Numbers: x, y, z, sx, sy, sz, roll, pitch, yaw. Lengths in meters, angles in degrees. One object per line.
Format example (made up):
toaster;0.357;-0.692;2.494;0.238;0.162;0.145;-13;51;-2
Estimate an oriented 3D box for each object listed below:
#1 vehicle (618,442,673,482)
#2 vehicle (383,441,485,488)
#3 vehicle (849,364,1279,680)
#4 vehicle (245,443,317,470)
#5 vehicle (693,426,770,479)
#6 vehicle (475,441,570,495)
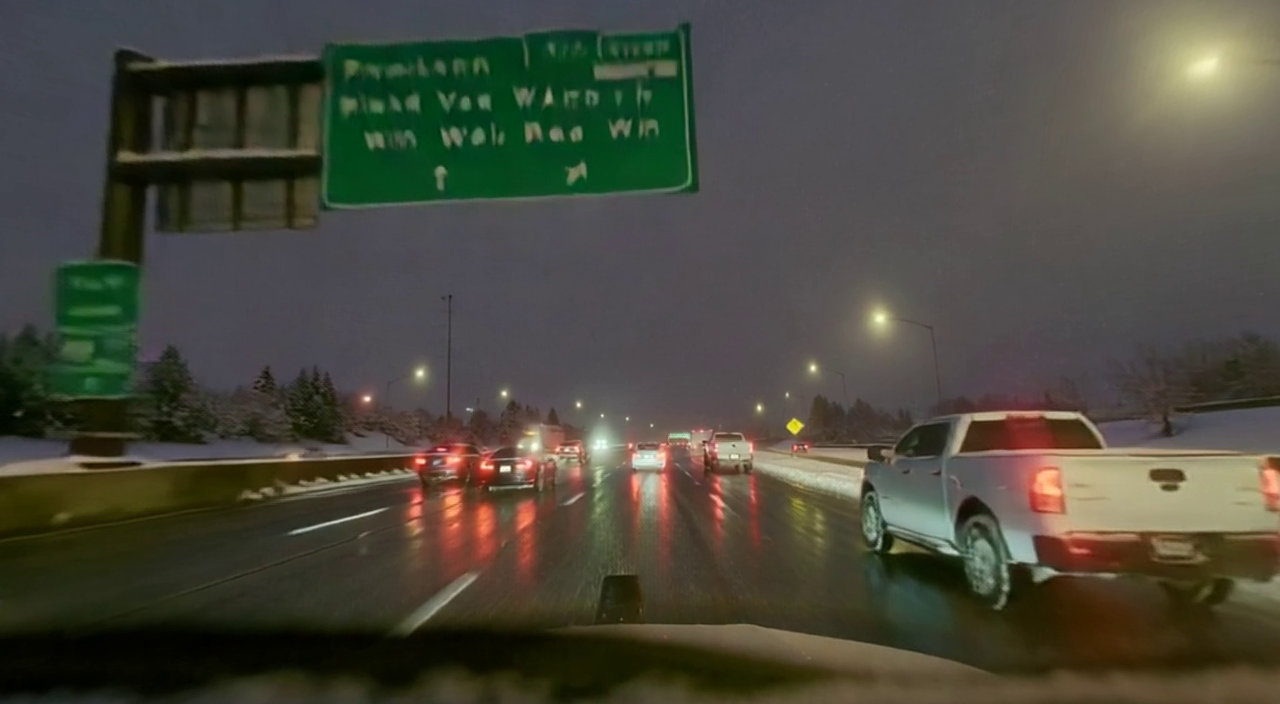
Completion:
vehicle;0.244;4.437;25.713;2.071;1.478;4.130;0;-9;1
vehicle;-7.348;4.069;23.022;2.065;1.519;4.491;0;-9;2
vehicle;3.652;1.273;5.731;2.045;1.768;4.249;0;-9;0
vehicle;-23.150;6.767;40.798;1.930;1.620;4.399;-1;-9;3
vehicle;4.035;4.626;29.155;2.802;2.151;6.579;0;-9;2
vehicle;-3.551;3.588;19.869;1.996;1.488;4.451;0;-9;2
